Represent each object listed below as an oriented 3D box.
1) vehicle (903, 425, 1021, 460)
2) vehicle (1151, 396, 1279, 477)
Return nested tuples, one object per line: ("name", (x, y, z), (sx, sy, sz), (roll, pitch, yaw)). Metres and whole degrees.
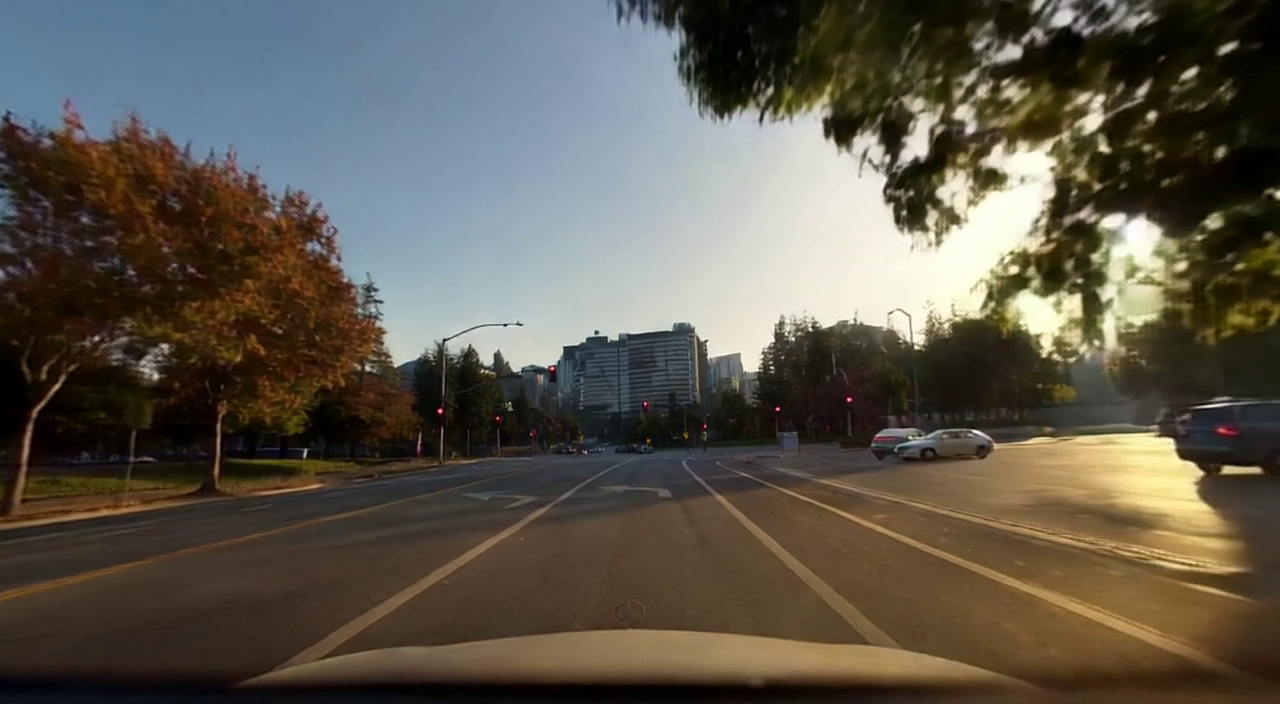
("vehicle", (14.196, 4.016, 27.956), (4.167, 1.476, 1.871), (0, -8, 0))
("vehicle", (14.063, 1.834, 13.583), (4.358, 1.625, 1.842), (0, -8, 3))
